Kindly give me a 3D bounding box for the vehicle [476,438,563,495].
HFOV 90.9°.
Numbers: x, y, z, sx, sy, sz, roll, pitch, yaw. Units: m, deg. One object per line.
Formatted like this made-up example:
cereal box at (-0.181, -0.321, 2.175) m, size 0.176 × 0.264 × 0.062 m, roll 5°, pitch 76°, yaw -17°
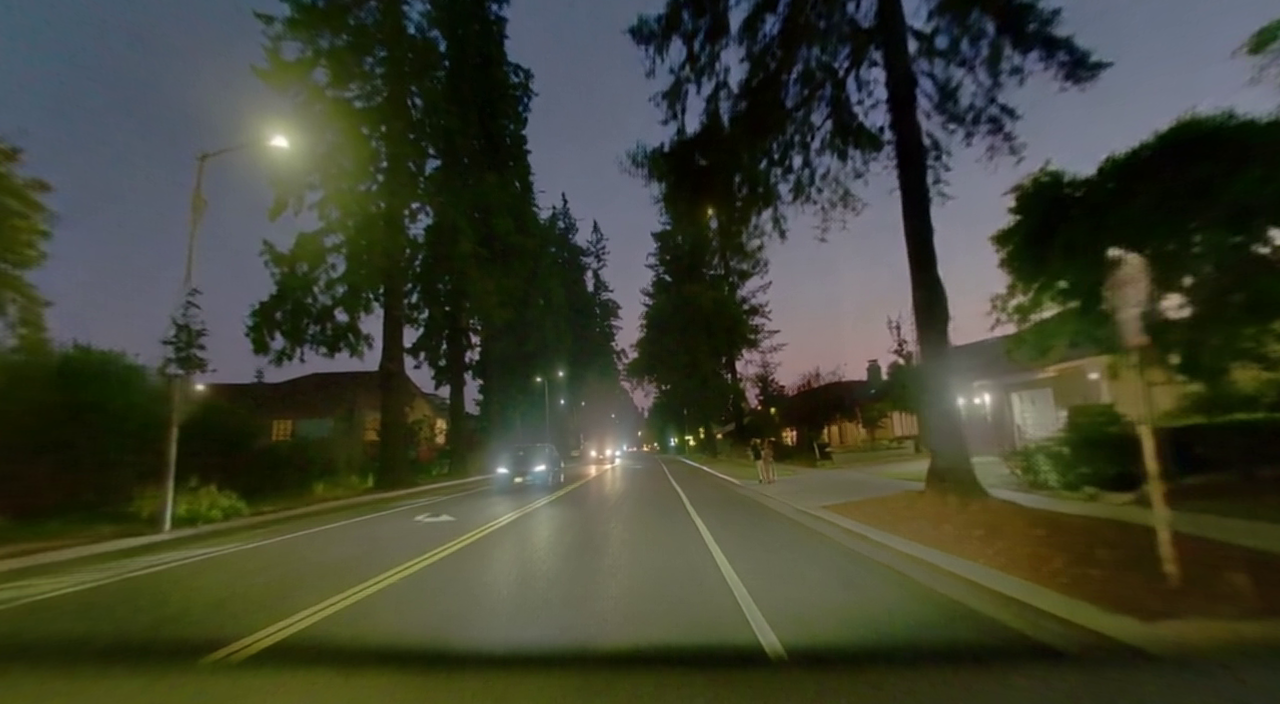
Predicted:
vehicle at (-4.066, 3.934, 22.140) m, size 2.041 × 1.780 × 4.618 m, roll 0°, pitch -8°, yaw 1°
